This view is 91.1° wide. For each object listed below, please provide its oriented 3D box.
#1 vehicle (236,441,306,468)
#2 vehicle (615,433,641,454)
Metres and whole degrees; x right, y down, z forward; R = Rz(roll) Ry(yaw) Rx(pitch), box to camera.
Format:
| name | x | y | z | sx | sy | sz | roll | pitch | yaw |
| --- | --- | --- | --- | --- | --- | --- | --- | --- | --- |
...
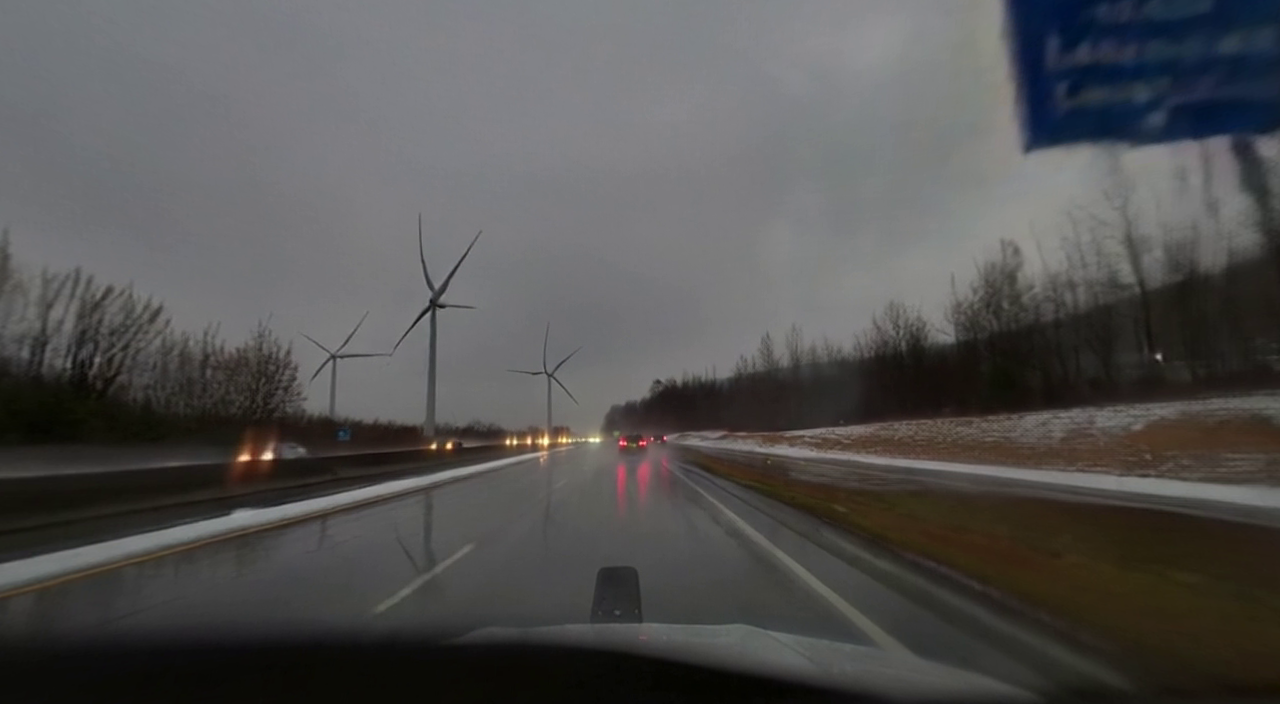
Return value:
| name | x | y | z | sx | sy | sz | roll | pitch | yaw |
| --- | --- | --- | --- | --- | --- | --- | --- | --- | --- |
| vehicle | -23.775 | 6.603 | 40.740 | 1.883 | 1.640 | 4.409 | 0 | -8 | -1 |
| vehicle | -0.927 | 6.913 | 47.728 | 1.892 | 1.496 | 3.575 | 0 | -8 | -2 |
